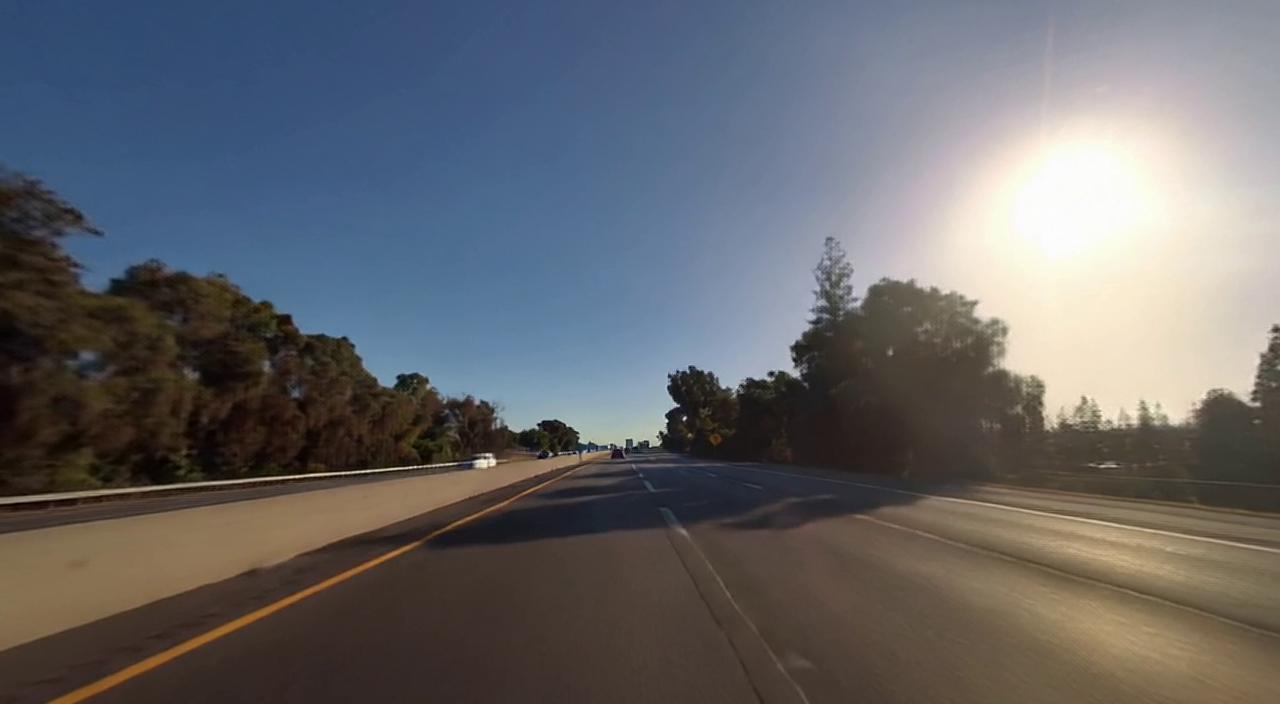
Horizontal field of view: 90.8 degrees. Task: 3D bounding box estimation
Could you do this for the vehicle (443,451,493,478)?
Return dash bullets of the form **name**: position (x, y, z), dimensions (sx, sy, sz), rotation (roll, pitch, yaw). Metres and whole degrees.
- **vehicle**: position (-10.459, 6.846, 38.611), dimensions (1.943, 1.477, 4.489), rotation (0, -9, -2)
